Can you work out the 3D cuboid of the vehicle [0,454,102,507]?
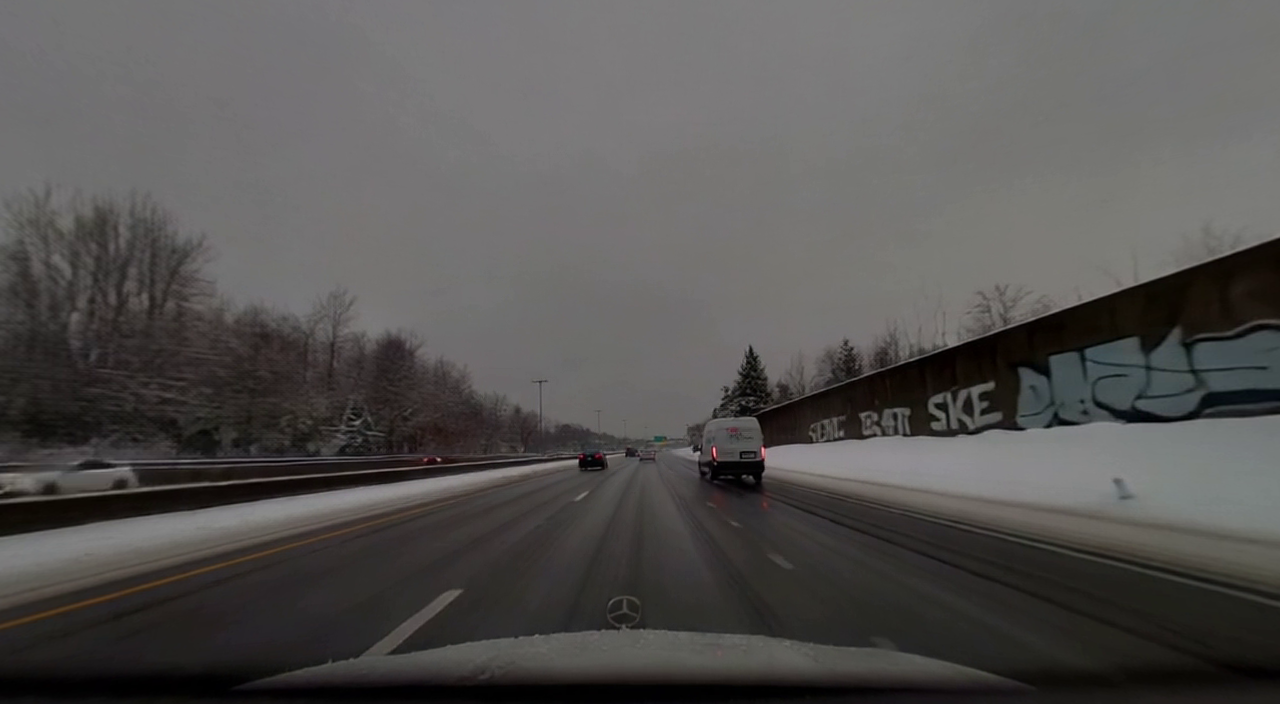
[{"bbox_3d":[-19.617,3.913,19.292,1.952,1.509,4.840,0,-9,1],"label":"vehicle"}]

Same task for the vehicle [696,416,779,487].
[{"bbox_3d":[3.849,4.119,26.170,2.469,2.591,5.653,0,-9,-1],"label":"vehicle"}]

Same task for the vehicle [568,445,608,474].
[{"bbox_3d":[-3.077,6.448,37.863,1.964,1.618,4.489,0,-9,1],"label":"vehicle"}]
